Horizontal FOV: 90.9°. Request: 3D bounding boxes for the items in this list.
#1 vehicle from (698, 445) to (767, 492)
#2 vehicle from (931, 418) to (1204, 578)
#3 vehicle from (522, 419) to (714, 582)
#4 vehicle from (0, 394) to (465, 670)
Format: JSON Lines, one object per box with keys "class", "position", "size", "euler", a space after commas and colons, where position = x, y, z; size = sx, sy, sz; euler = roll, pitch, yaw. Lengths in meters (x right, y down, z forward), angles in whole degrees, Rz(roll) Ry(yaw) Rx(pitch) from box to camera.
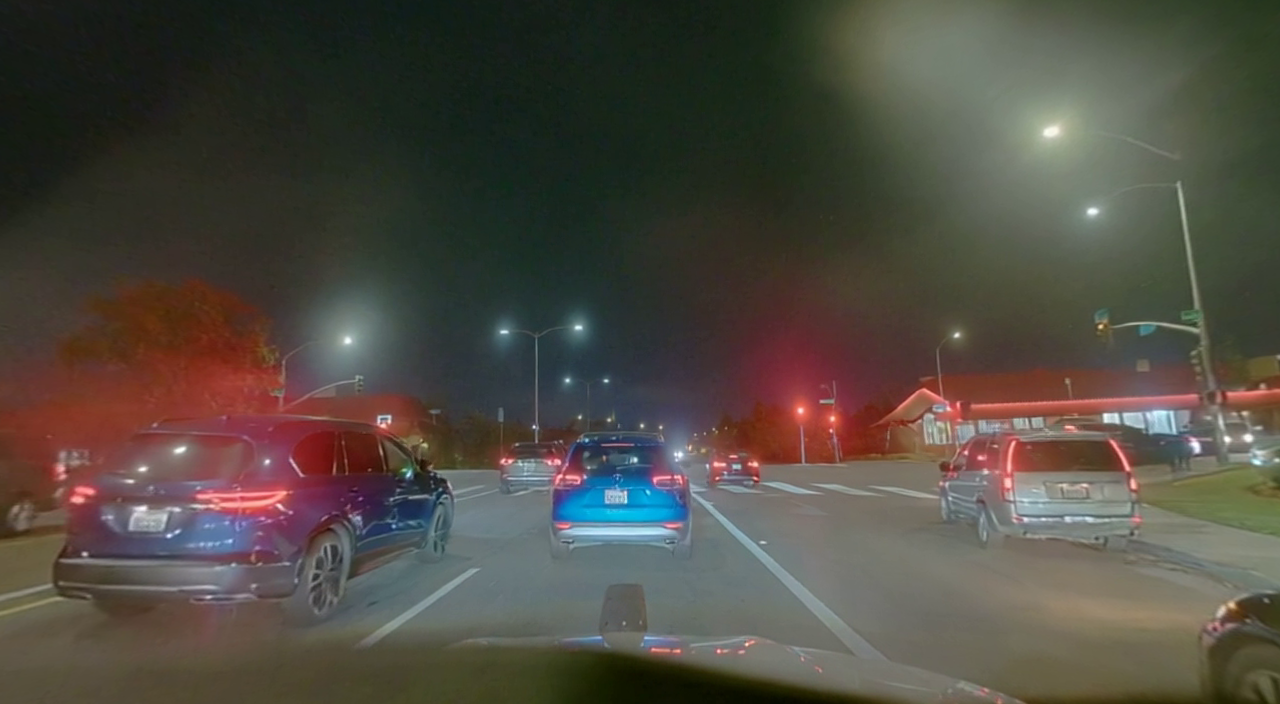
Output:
{"class": "vehicle", "position": [3.301, 4.247, 23.327], "size": [1.847, 1.554, 3.885], "euler": [0, -8, -2]}
{"class": "vehicle", "position": [5.850, 1.973, 9.441], "size": [2.014, 1.740, 4.515], "euler": [-2, -9, 17]}
{"class": "vehicle", "position": [-0.174, 1.872, 8.774], "size": [2.022, 1.700, 4.084], "euler": [0, -8, 2]}
{"class": "vehicle", "position": [-3.467, 1.476, 6.331], "size": [2.047, 1.741, 4.470], "euler": [0, -8, 1]}
